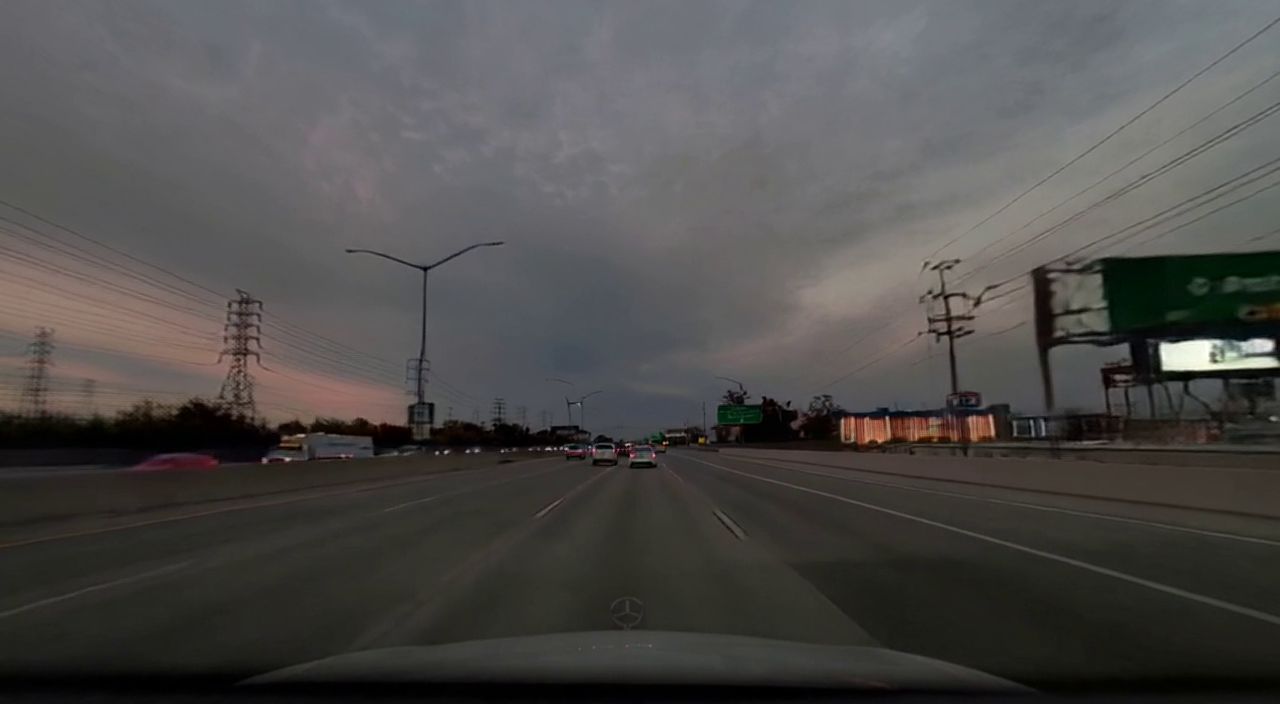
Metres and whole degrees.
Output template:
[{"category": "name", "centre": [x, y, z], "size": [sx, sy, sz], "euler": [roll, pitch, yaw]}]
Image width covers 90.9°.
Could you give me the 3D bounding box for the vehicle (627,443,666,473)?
[{"category": "vehicle", "centre": [0.320, 5.510, 32.887], "size": [1.891, 1.444, 3.968], "euler": [0, -8, 0]}]

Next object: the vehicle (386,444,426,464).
[{"category": "vehicle", "centre": [-16.360, 7.129, 44.211], "size": [1.440, 1.339, 3.287], "euler": [-1, -9, 2]}]
